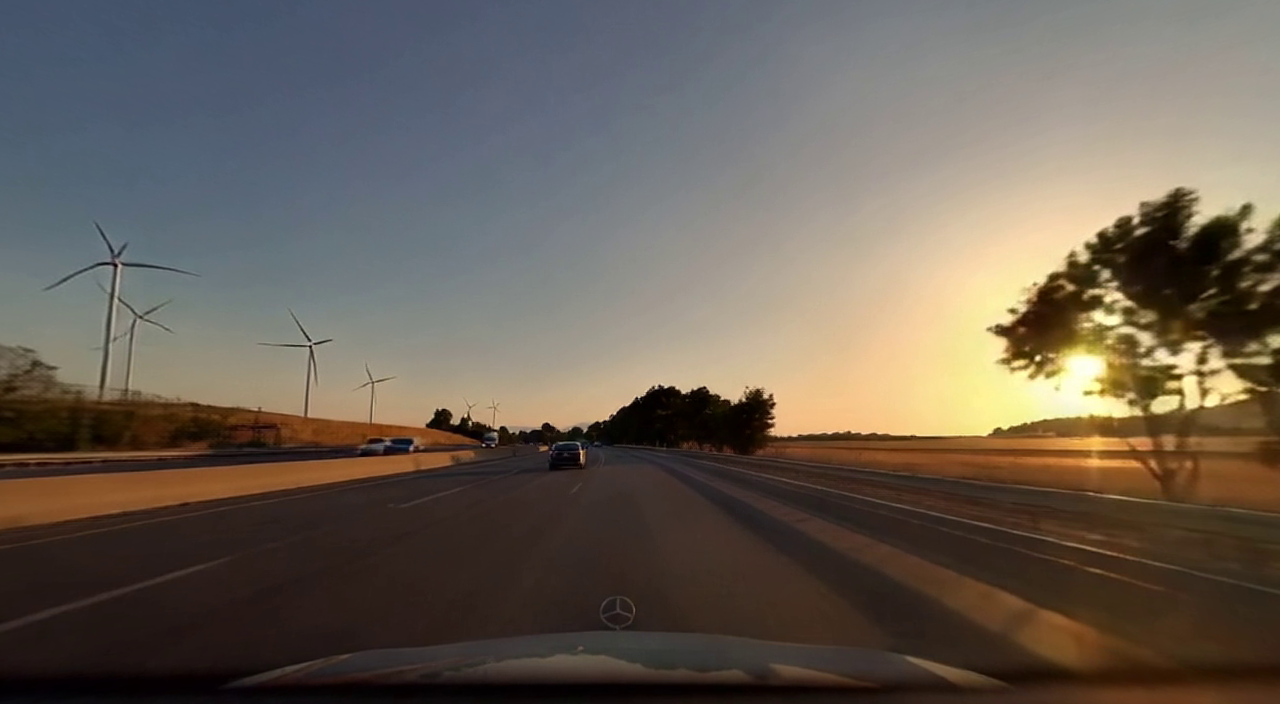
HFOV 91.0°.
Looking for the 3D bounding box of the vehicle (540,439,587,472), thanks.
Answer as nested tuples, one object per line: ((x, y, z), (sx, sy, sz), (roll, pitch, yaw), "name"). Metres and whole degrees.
((-3.828, 5.230, 32.118), (2.053, 1.549, 4.097), (0, -8, -2), "vehicle")
